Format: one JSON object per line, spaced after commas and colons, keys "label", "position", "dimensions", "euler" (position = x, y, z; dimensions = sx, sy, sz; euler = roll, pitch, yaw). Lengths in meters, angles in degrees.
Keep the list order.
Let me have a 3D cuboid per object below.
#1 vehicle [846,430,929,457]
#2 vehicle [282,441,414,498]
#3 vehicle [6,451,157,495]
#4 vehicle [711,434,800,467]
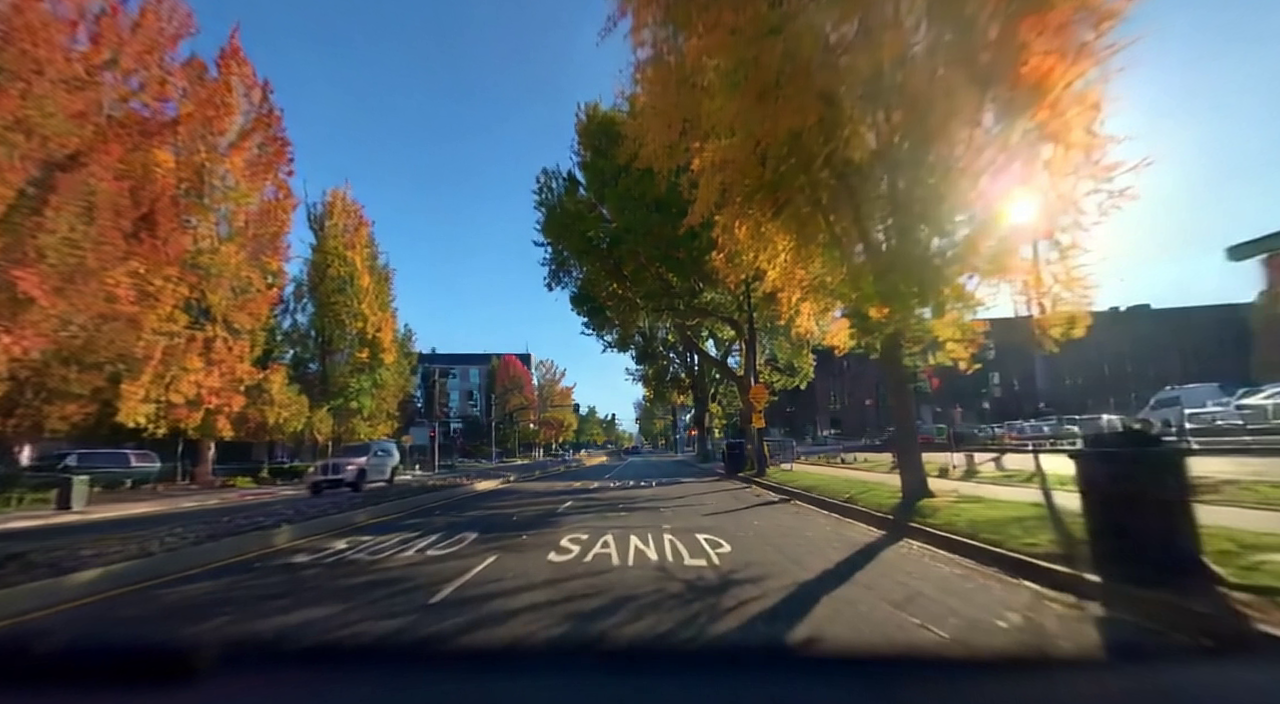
{"label": "vehicle", "position": [15.922, 5.933, 40.565], "dimensions": [4.474, 1.698, 2.088], "euler": [0, -9, 0]}
{"label": "vehicle", "position": [-10.520, 4.255, 23.245], "dimensions": [2.196, 1.829, 5.389], "euler": [0, -9, 1]}
{"label": "vehicle", "position": [-26.918, 5.815, 30.418], "dimensions": [5.144, 1.980, 2.262], "euler": [0, -9, 2]}
{"label": "vehicle", "position": [7.379, 6.355, 40.585], "dimensions": [5.336, 2.006, 2.022], "euler": [0, -9, 0]}
